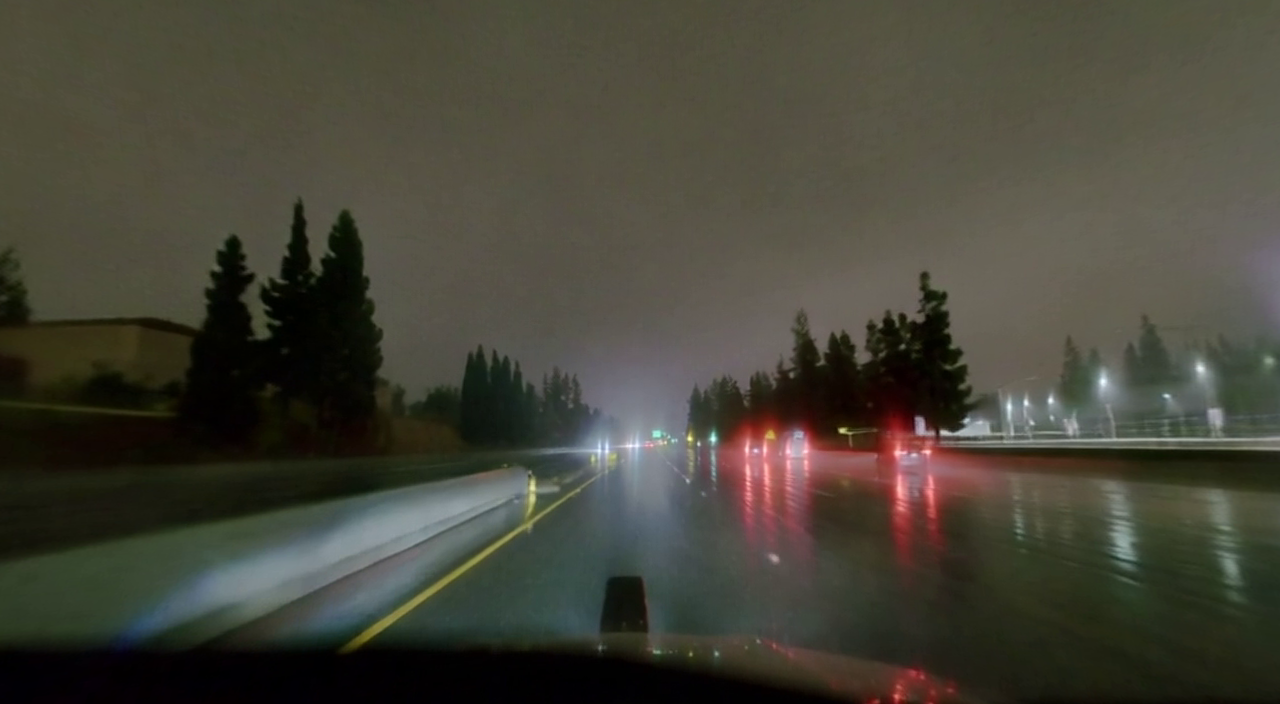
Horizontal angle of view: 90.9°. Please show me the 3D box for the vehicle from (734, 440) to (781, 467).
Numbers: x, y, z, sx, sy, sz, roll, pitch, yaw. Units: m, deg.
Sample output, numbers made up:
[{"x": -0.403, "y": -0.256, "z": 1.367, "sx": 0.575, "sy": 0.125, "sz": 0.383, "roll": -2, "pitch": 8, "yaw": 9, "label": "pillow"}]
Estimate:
[{"x": 7.029, "y": 6.102, "z": 38.134, "sx": 2.025, "sy": 1.484, "sz": 4.208, "roll": 0, "pitch": -8, "yaw": -1, "label": "vehicle"}]
